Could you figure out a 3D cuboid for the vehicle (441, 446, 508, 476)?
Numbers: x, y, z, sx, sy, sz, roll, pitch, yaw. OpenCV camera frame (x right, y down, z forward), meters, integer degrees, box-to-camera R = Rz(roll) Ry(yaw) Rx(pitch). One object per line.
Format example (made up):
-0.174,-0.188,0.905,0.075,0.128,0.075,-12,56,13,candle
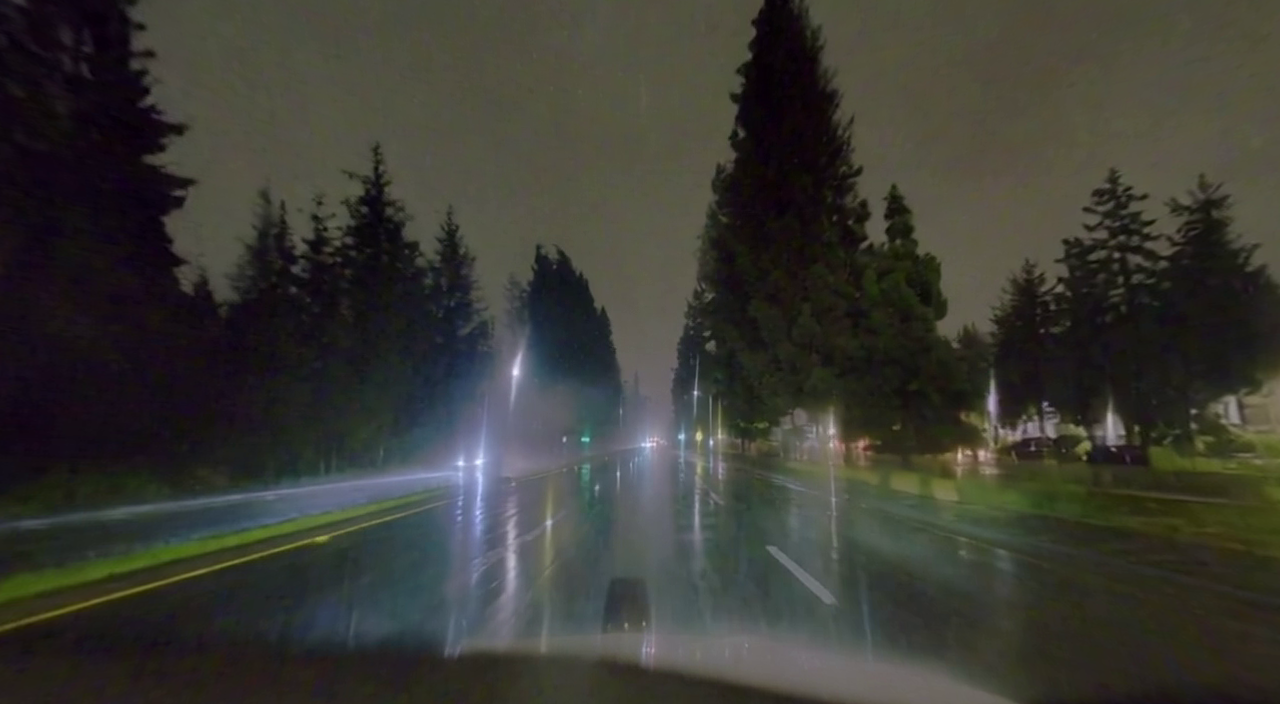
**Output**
-8.369,5.530,32.266,2.162,1.438,4.374,0,-8,2,vehicle

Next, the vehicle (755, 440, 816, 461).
11.380,7.685,49.381,4.227,1.608,2.018,0,-8,-3,vehicle
